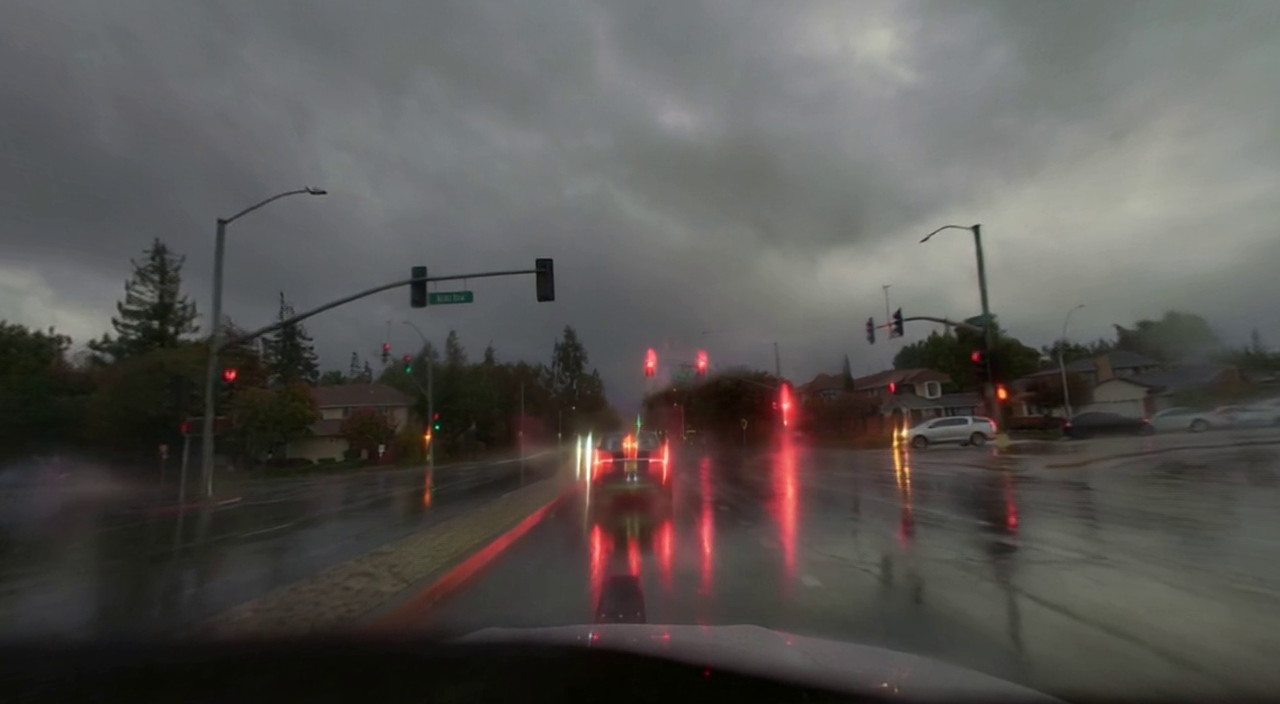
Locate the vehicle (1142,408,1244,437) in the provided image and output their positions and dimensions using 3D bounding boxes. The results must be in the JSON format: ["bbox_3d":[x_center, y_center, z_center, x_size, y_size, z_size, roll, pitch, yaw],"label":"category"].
[{"bbox_3d":[35.905,4.589,41.085,4.735,1.784,2.094,1,-7,-3],"label":"vehicle"}]

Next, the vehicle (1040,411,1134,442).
[{"bbox_3d":[28.646,4.839,40.554,4.557,1.899,1.996,1,-8,-5],"label":"vehicle"}]

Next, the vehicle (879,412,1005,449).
[{"bbox_3d":[17.842,4.655,37.561,6.025,2.000,2.876,1,-7,-2],"label":"vehicle"}]

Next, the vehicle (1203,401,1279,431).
[{"bbox_3d":[47.023,4.991,48.894,4.484,2.196,2.468,1,-7,-3],"label":"vehicle"}]

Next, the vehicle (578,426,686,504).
[{"bbox_3d":[-0.031,2.619,15.041,2.074,1.570,3.647,0,-8,7],"label":"vehicle"}]

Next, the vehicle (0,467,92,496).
[{"bbox_3d":[-39.996,8.575,41.907,5.009,1.739,2.092,1,-8,-6],"label":"vehicle"}]
